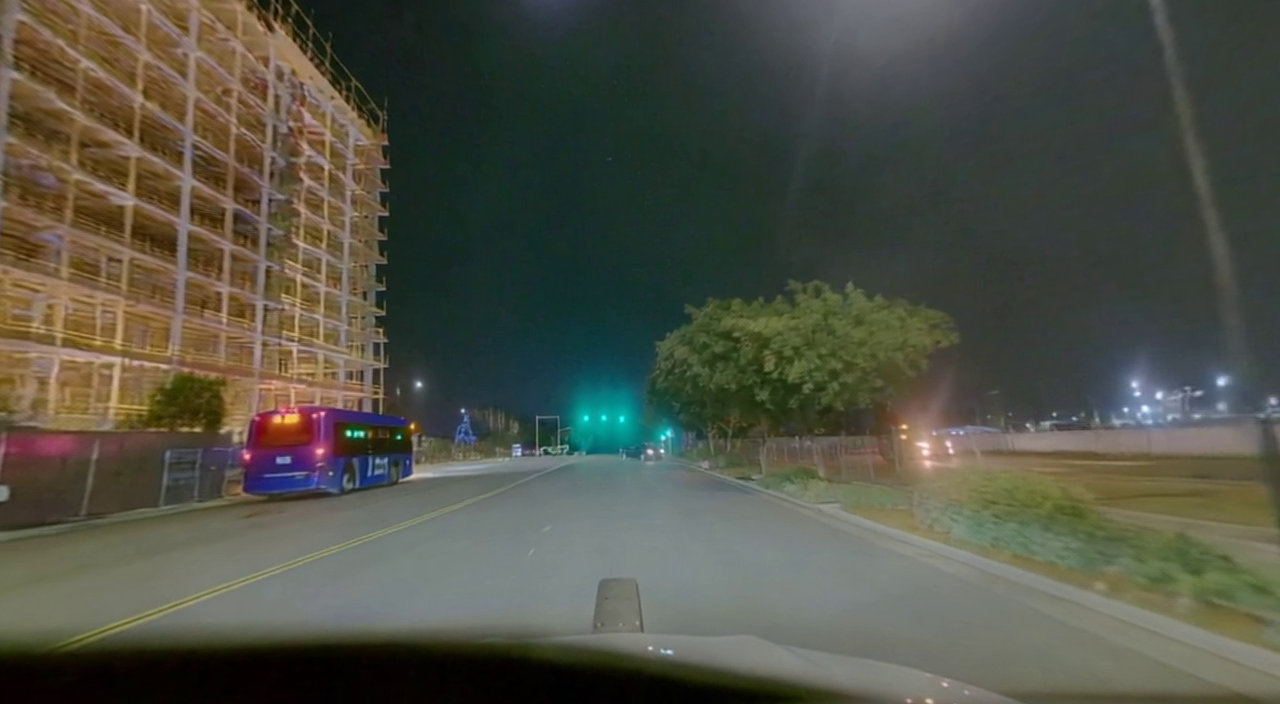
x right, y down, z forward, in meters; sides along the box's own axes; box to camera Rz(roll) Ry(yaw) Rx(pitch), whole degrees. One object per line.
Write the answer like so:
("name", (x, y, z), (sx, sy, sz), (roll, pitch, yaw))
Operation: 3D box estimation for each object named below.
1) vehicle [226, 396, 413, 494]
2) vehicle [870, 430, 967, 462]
("vehicle", (-10.300, 3.114, 21.214), (2.979, 2.803, 5.962), (0, -8, 1))
("vehicle", (13.704, 4.631, 31.192), (3.897, 1.470, 1.829), (0, -8, -2))
